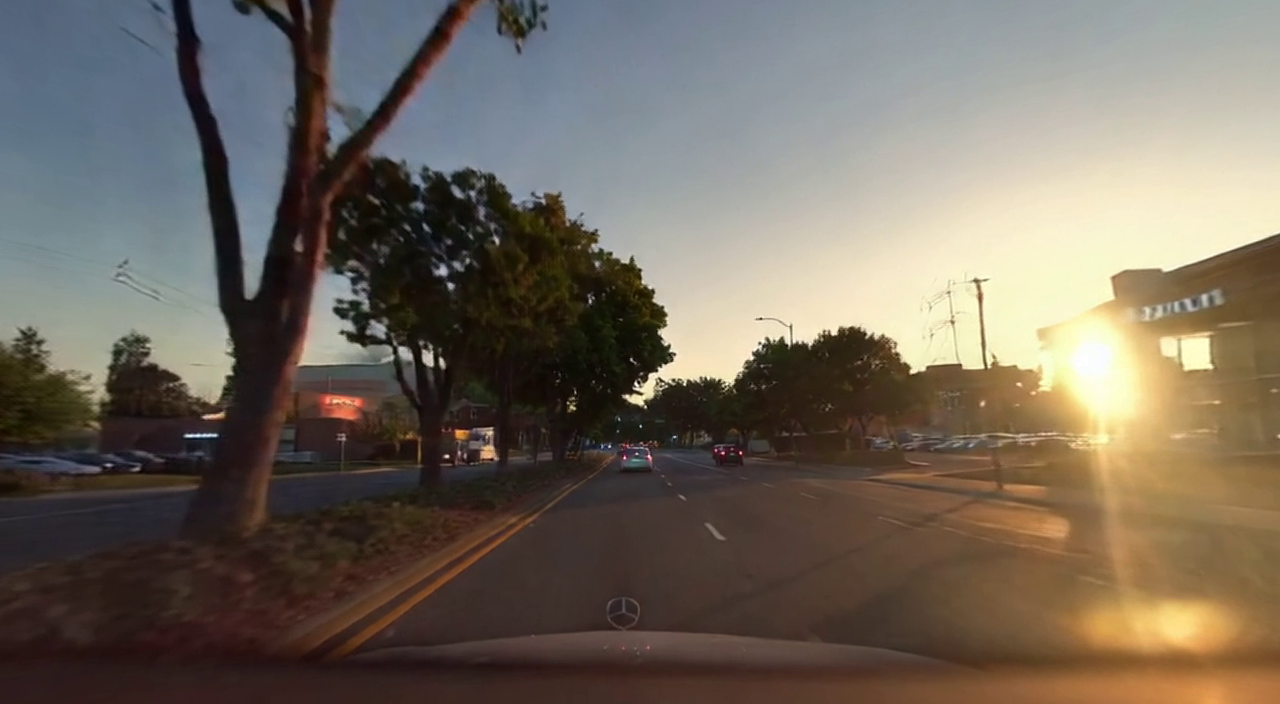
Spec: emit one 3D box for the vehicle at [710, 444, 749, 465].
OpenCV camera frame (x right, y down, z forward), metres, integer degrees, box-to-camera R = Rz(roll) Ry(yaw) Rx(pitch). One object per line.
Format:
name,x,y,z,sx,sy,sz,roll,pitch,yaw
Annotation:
vehicle,6.854,7.901,48.917,2.075,1.475,4.571,0,-9,-4

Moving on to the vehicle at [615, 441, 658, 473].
vehicle,-0.240,5.436,32.948,2.072,1.545,4.578,0,-8,-2

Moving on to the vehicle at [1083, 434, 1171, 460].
vehicle,29.476,5.792,38.395,1.805,1.481,4.351,-1,-9,-1

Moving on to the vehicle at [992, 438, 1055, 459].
vehicle,26.836,6.778,44.406,1.761,1.409,4.353,0,-9,1

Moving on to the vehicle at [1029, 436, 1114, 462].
vehicle,26.700,5.990,39.312,1.840,1.446,4.820,-2,-8,0
